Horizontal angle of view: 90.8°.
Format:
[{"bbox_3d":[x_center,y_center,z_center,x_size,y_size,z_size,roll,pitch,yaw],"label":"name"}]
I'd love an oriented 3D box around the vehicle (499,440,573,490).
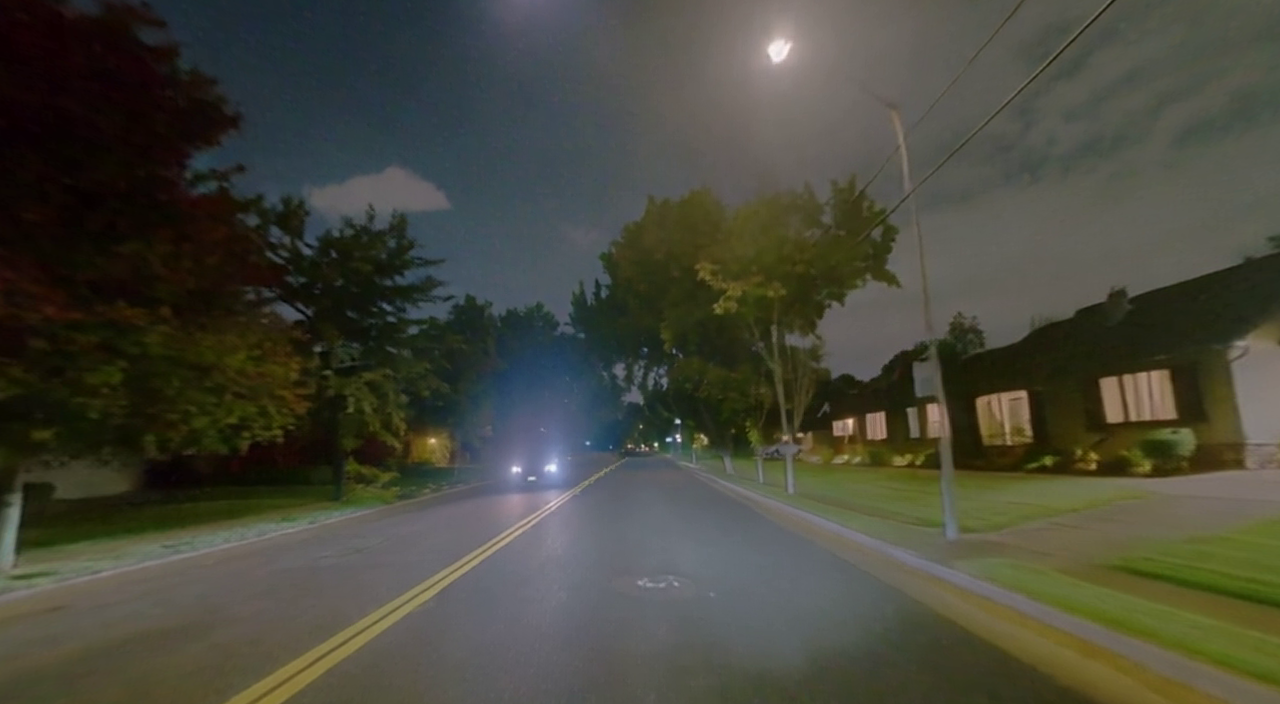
[{"bbox_3d":[-4.107,4.554,25.808,2.161,1.798,4.627,0,-9,1],"label":"vehicle"}]
